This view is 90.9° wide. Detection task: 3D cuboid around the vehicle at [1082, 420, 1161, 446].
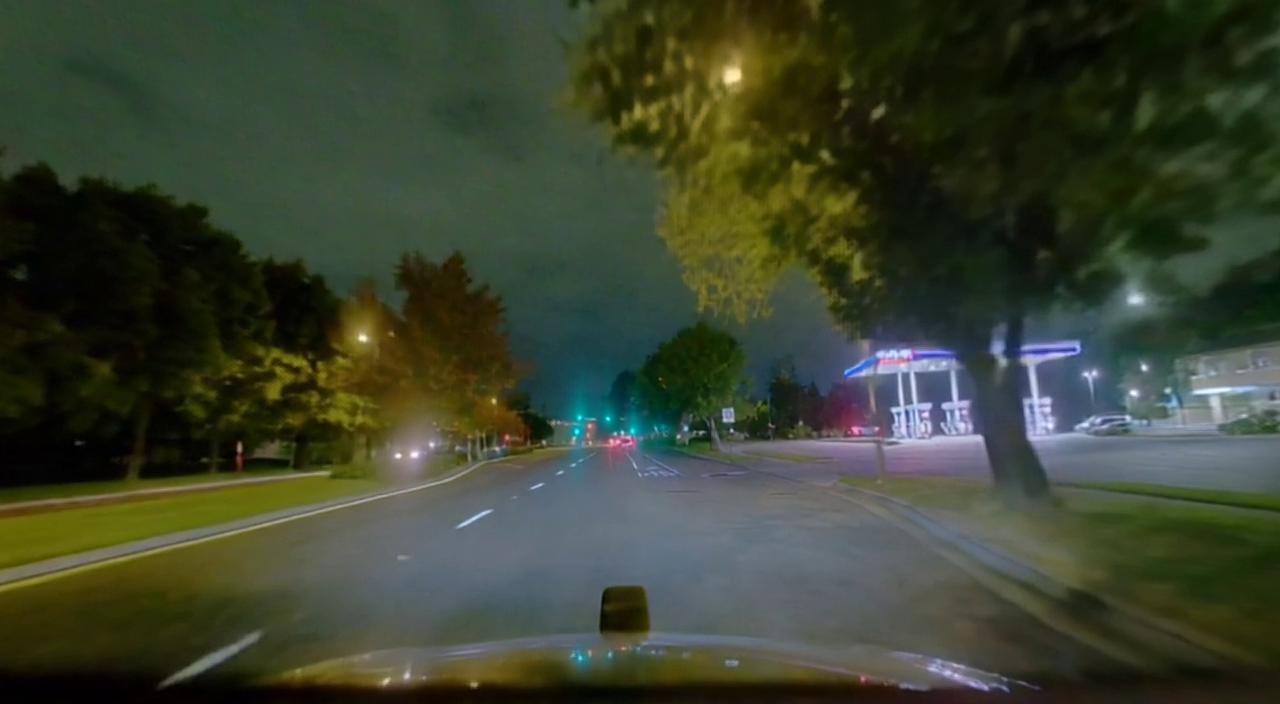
[{"bbox_3d":[34.748,5.880,45.633,4.323,1.447,1.710,-10,-7,33],"label":"vehicle"}]
